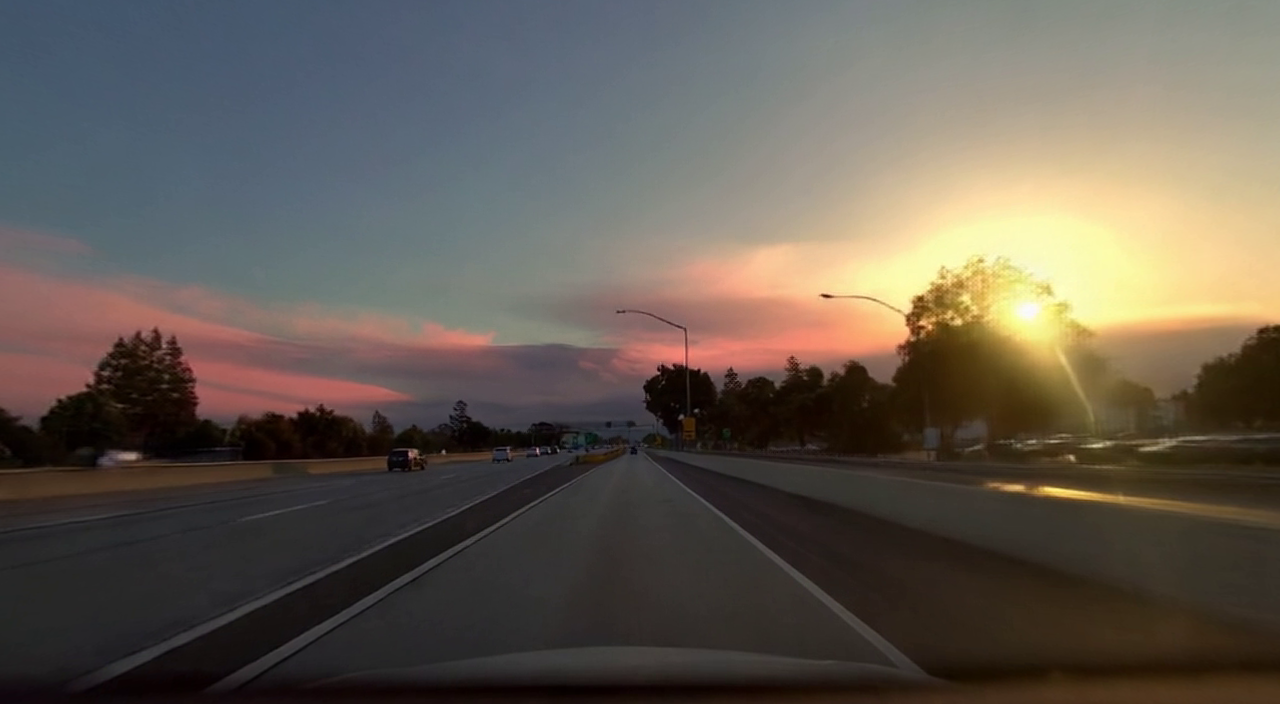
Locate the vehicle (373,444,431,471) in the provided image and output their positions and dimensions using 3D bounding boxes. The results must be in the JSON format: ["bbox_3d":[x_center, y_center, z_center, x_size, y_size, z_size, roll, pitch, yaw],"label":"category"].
[{"bbox_3d":[-15.836,7.036,42.362,2.126,1.671,5.173,0,-8,-4],"label":"vehicle"}]

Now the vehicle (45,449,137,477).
[{"bbox_3d":[-32.785,6.673,37.889,1.884,1.466,4.266,-2,-10,-4],"label":"vehicle"}]
